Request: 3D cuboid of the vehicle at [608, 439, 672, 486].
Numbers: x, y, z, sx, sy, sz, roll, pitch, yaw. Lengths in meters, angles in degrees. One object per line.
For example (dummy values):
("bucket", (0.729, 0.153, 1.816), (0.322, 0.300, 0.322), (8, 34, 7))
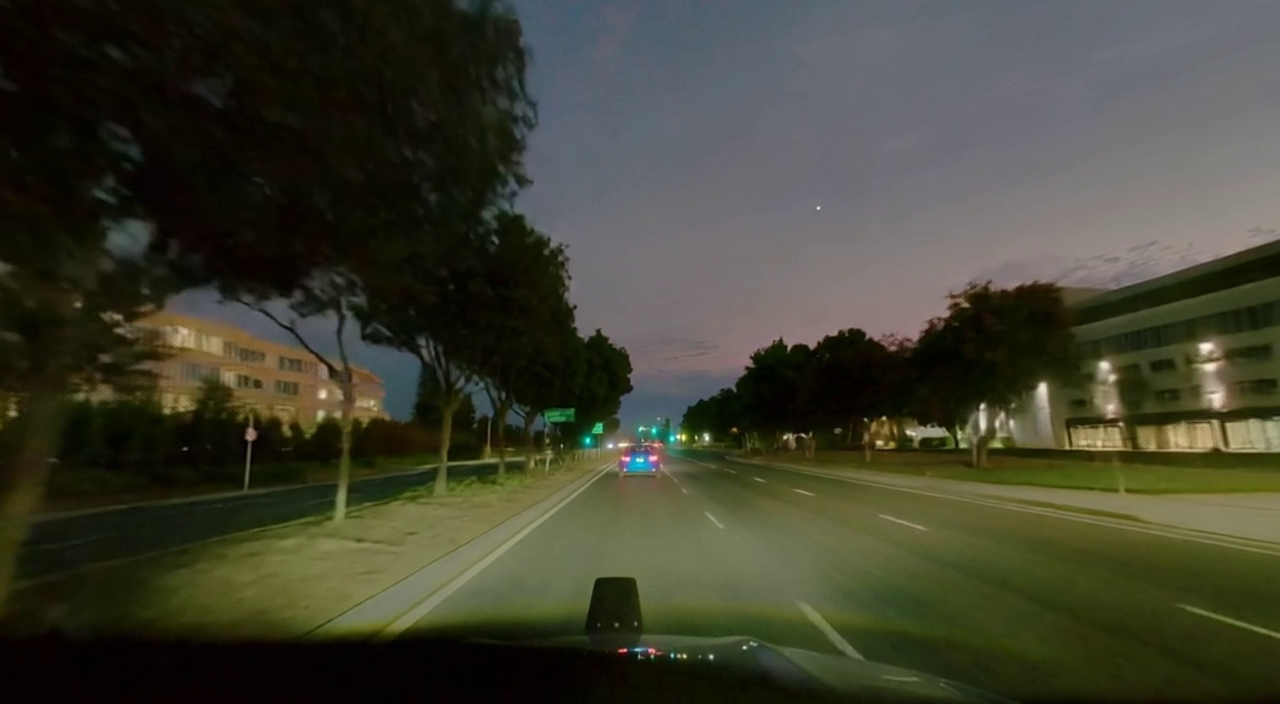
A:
("vehicle", (-0.030, 3.841, 22.357), (2.042, 1.479, 4.601), (0, -8, -1))
